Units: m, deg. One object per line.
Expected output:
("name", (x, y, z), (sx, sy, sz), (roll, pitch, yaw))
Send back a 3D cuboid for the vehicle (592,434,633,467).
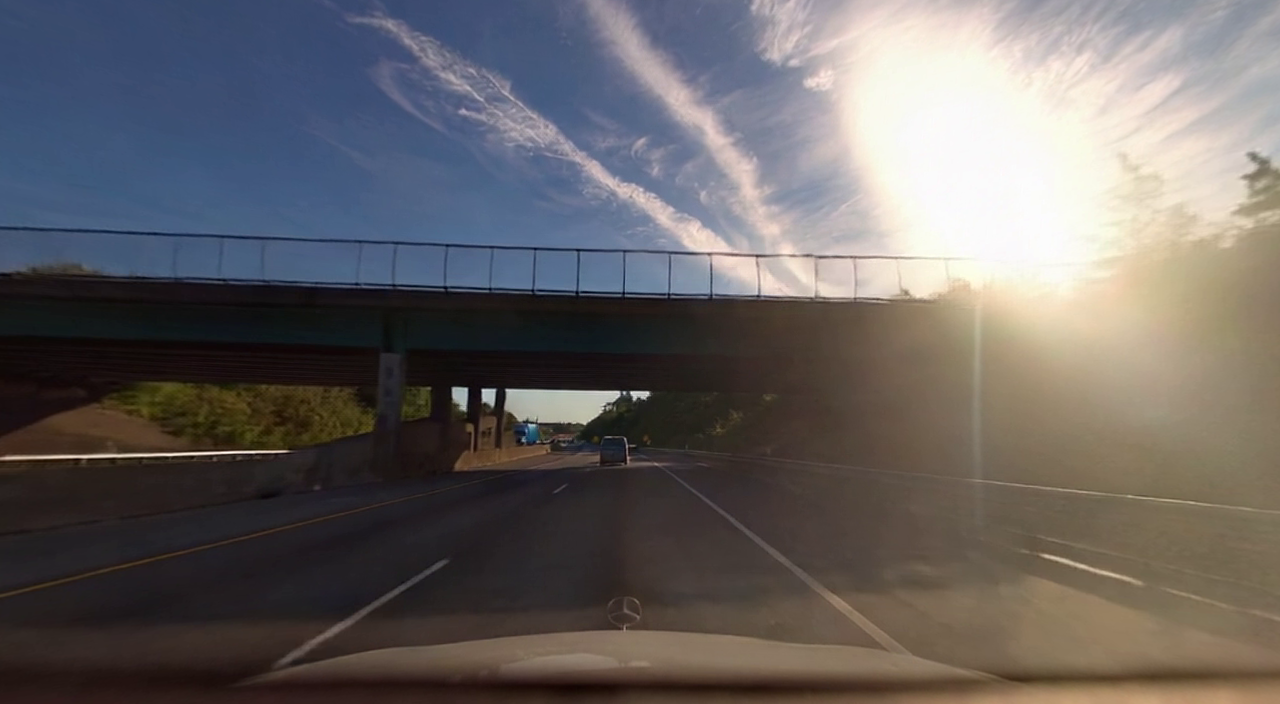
("vehicle", (-1.672, 6.102, 39.138), (2.372, 1.891, 5.061), (0, -8, -2))
